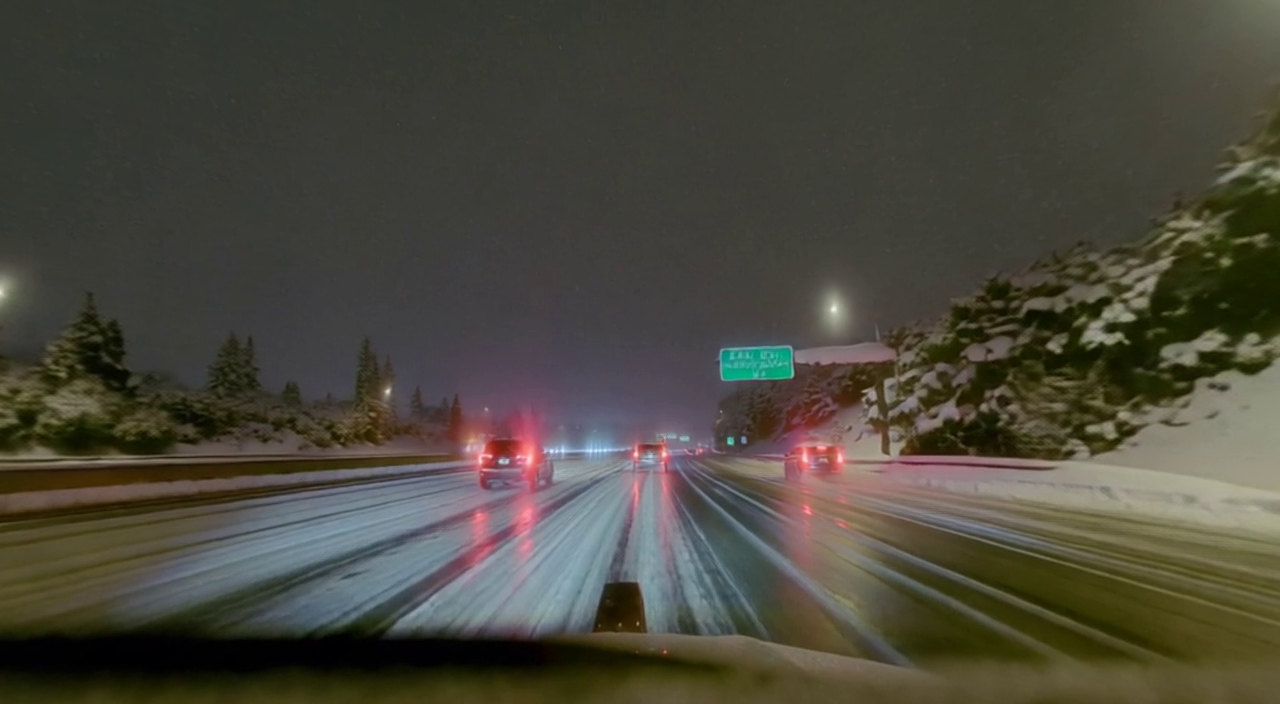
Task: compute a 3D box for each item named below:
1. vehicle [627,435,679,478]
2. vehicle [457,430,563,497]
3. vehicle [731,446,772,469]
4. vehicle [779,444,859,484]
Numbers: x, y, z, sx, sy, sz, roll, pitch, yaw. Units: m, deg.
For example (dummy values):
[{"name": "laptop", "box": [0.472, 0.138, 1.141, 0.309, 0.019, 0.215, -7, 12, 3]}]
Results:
[{"name": "vehicle", "box": [0.608, 4.954, 29.985, 2.270, 1.862, 4.949, 0, -9, 1]}, {"name": "vehicle", "box": [-3.746, 3.321, 19.068, 2.142, 1.759, 4.297, 0, -9, 2]}, {"name": "vehicle", "box": [7.498, 7.170, 42.884, 2.005, 1.456, 4.287, 0, -9, 0]}, {"name": "vehicle", "box": [7.125, 4.499, 25.598, 1.936, 1.480, 4.373, 0, -9, 0]}]
